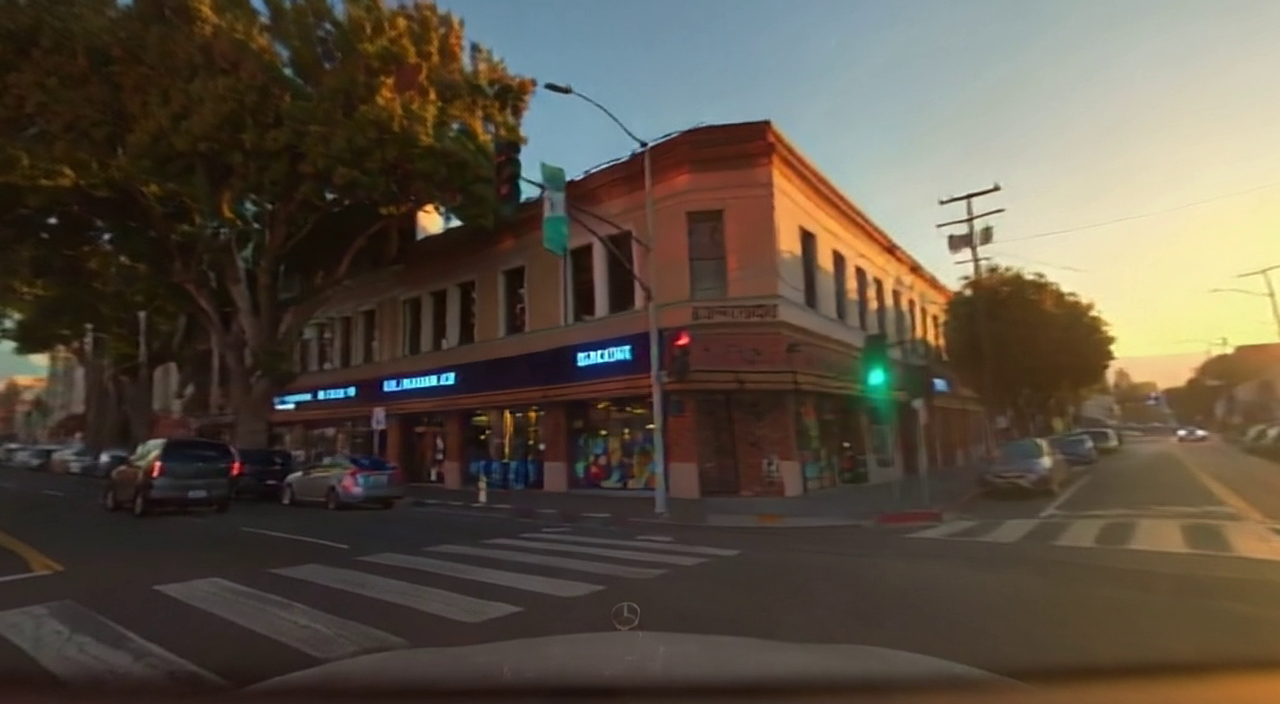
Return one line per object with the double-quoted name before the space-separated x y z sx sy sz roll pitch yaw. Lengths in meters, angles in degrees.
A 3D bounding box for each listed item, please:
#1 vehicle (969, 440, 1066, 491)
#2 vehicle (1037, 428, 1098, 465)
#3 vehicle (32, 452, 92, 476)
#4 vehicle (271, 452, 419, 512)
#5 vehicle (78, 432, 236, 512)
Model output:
"vehicle" 13.639 4.045 22.685 2.179 1.596 4.286 -11 -13 38
"vehicle" 25.779 5.747 38.008 2.510 1.859 5.449 -7 -14 37
"vehicle" -37.429 7.206 40.870 4.382 1.440 1.921 -6 -11 36
"vehicle" -8.934 3.812 18.997 4.703 1.550 2.059 -7 -11 38
"vehicle" -13.325 3.211 17.353 4.611 1.882 2.440 -8 -12 41
